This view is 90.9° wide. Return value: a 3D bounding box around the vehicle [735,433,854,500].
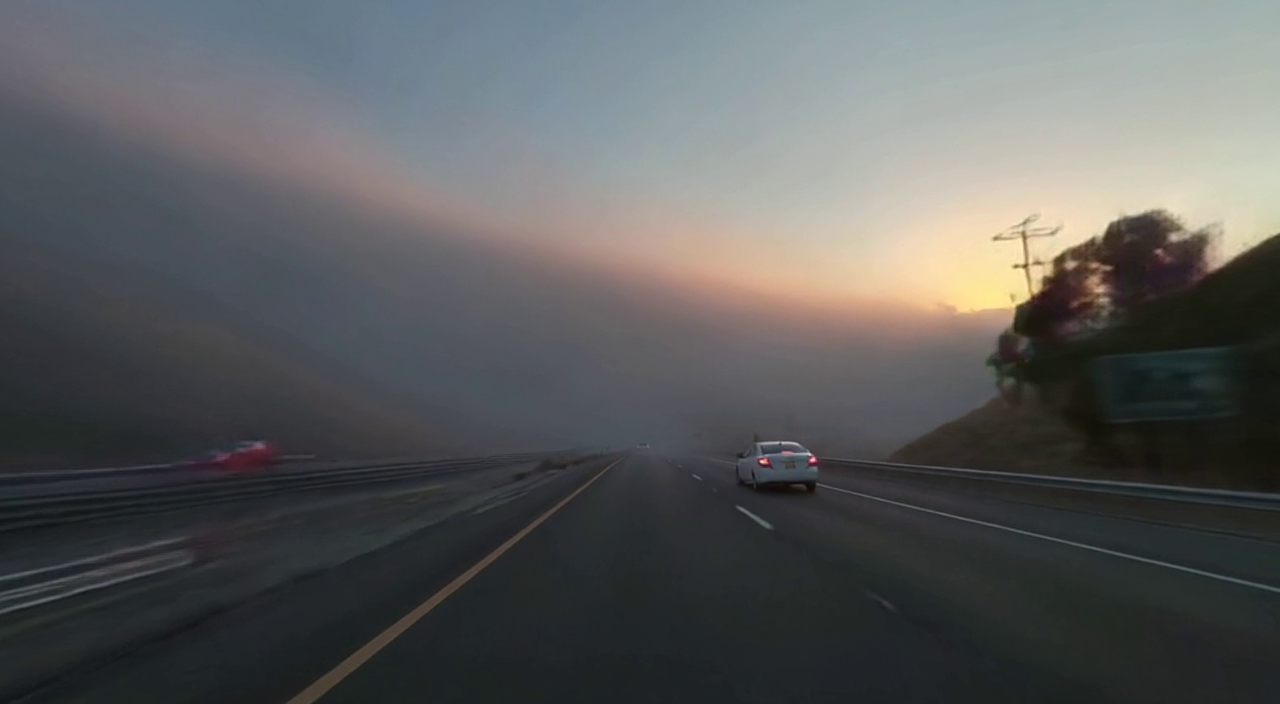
[{"bbox_3d":[3.910,2.965,16.858,1.960,1.516,4.657,0,-8,0],"label":"vehicle"}]
